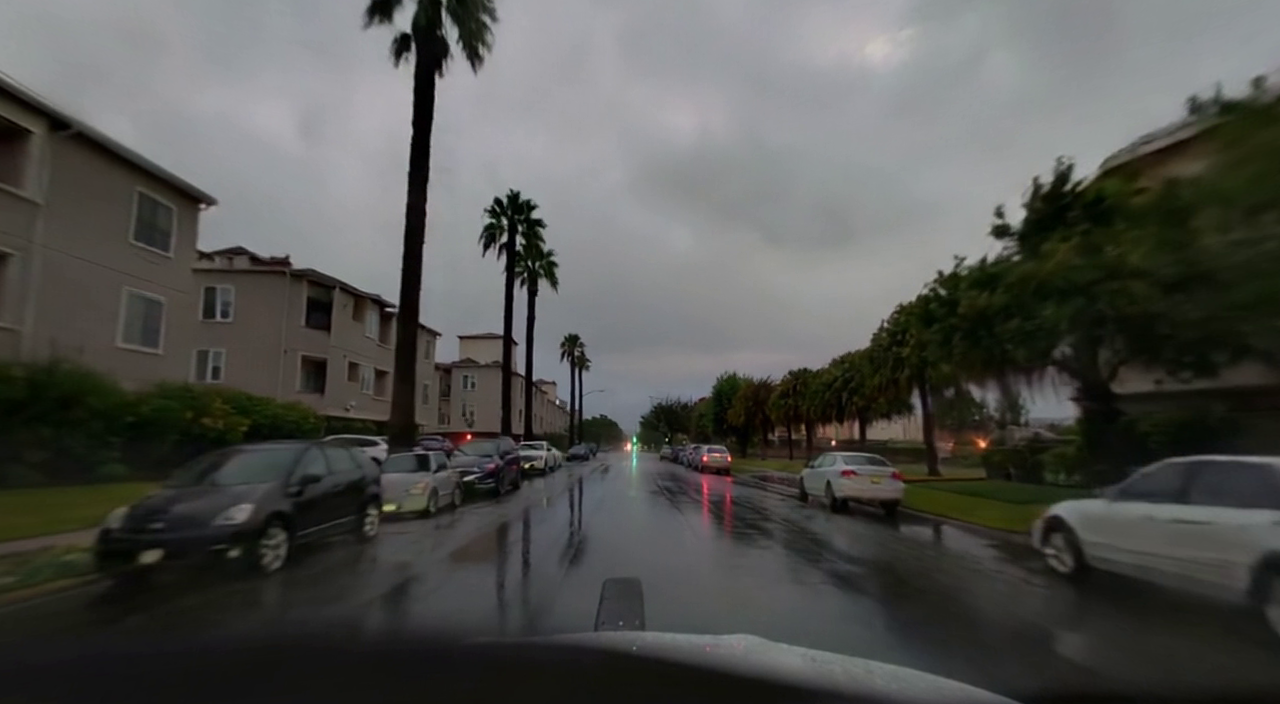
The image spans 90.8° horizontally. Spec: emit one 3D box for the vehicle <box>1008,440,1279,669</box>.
[{"bbox_3d":[5.472,1.524,5.216,2.121,1.568,4.473,0,-8,-1],"label":"vehicle"}]

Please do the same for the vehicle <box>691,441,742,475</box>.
[{"bbox_3d":[4.285,6.022,36.076,1.969,1.782,4.677,1,-8,-4],"label":"vehicle"}]

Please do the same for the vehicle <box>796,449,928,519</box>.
[{"bbox_3d":[5.268,3.139,15.537,1.812,1.461,3.575,0,-8,-2],"label":"vehicle"}]

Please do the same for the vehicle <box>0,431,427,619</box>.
[{"bbox_3d":[-4.486,1.817,7.737,2.066,1.506,4.719,1,-9,0],"label":"vehicle"}]
